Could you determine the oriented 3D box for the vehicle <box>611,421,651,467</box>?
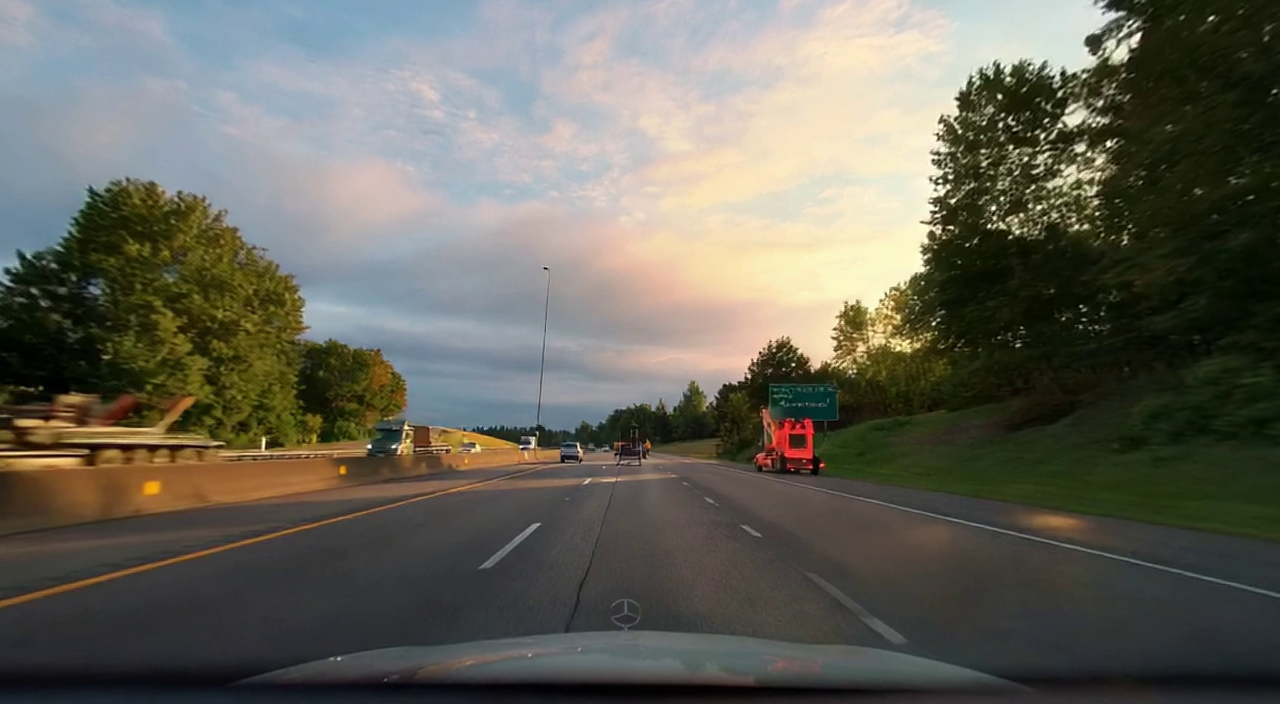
[{"bbox_3d":[-0.753,6.732,45.843,2.672,3.056,6.900,0,-9,-2],"label":"vehicle"}]

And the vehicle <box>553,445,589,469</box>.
[{"bbox_3d":[-4.476,6.886,41.498,1.991,1.484,4.110,0,-9,-1],"label":"vehicle"}]

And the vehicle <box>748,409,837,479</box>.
[{"bbox_3d":[6.855,4.272,29.215,2.419,2.874,6.010,0,-9,-2],"label":"vehicle"}]

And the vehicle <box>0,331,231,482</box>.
[{"bbox_3d":[-19.217,2.029,20.786,2.881,4.150,13.071,0,-9,-1],"label":"vehicle"}]

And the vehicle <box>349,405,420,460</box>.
[{"bbox_3d":[-19.324,6.224,48.181,2.930,3.933,5.854,0,-9,-1],"label":"vehicle"}]
